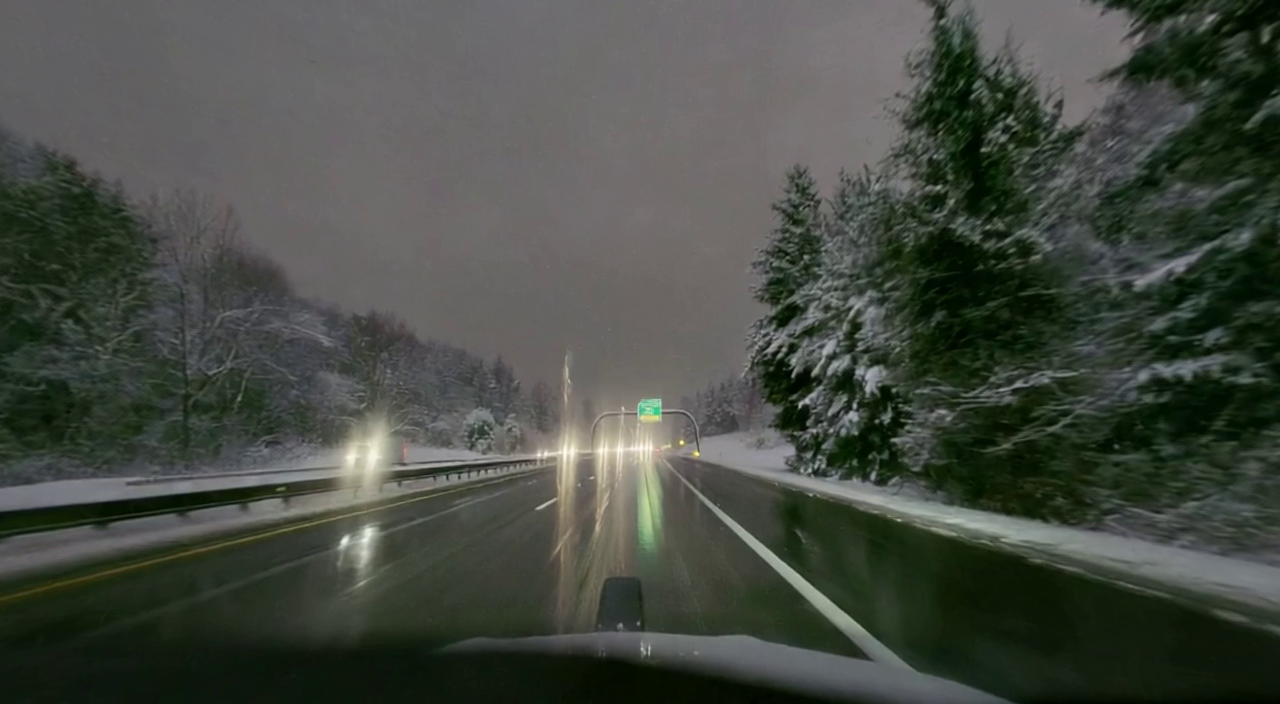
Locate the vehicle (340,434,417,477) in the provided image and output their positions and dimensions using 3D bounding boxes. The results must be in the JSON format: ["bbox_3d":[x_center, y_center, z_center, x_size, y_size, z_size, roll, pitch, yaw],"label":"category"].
[{"bbox_3d":[-17.271,6.869,42.067,2.295,2.600,6.283,0,-9,1],"label":"vehicle"}]
